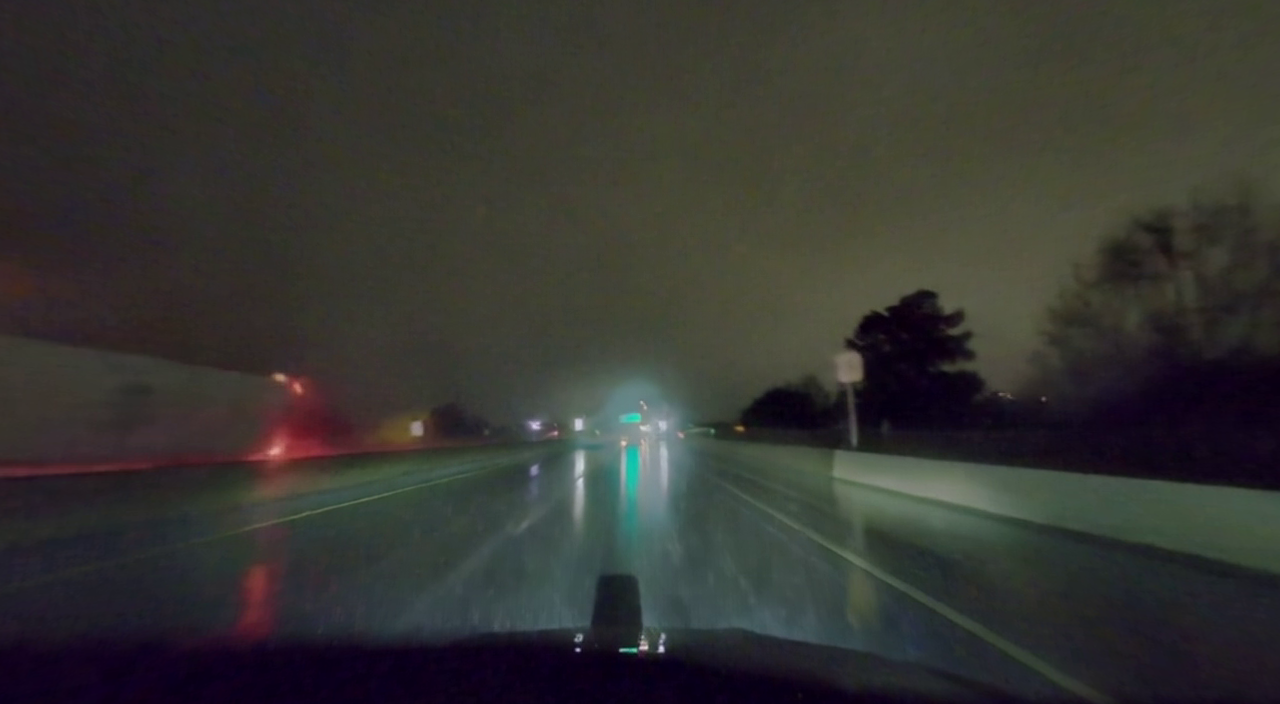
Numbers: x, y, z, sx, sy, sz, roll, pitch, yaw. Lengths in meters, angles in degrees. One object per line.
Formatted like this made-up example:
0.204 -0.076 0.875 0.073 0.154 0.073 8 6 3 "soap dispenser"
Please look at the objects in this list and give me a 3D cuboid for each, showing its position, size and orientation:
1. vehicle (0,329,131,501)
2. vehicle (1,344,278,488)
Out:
-16.882 1.253 13.140 3.032 4.098 11.458 0 -8 -1 "vehicle"
-17.050 2.419 22.665 2.893 4.181 8.544 0 -8 -1 "vehicle"
